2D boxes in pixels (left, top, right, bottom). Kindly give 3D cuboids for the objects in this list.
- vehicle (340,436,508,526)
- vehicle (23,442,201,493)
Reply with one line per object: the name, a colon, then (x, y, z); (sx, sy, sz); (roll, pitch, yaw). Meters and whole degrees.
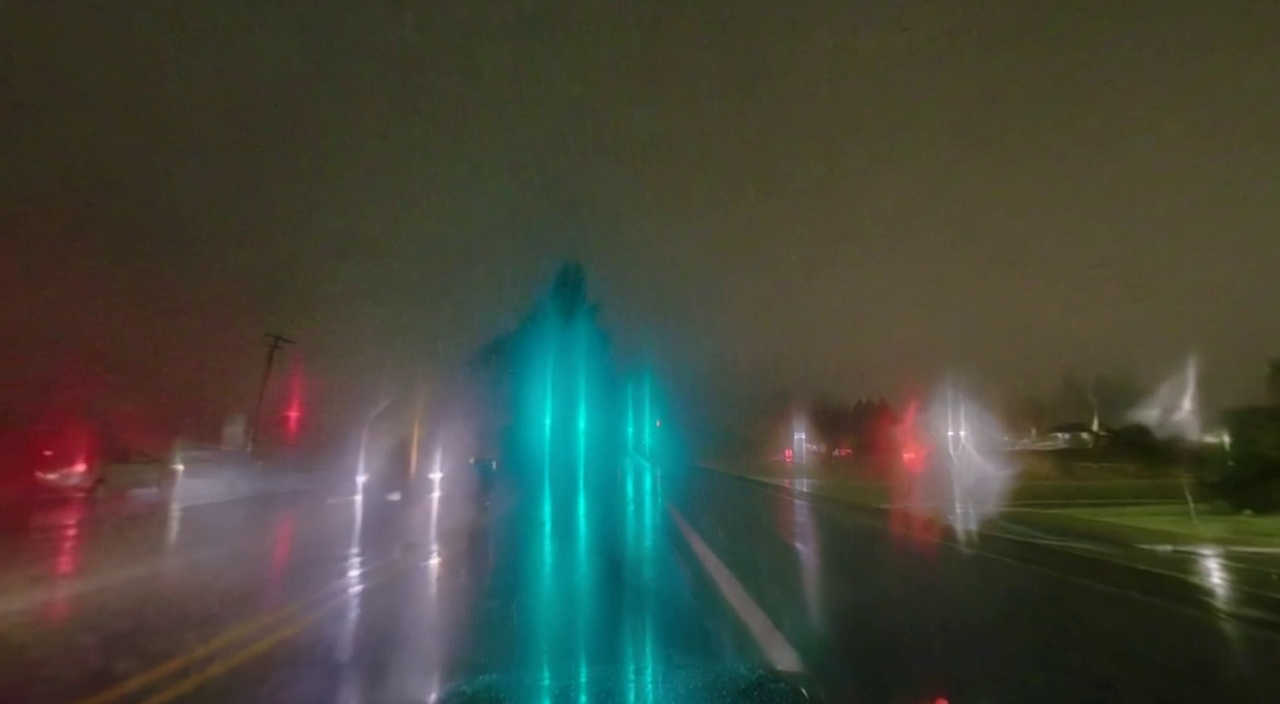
vehicle: (-4.113, 2.492, 12.747); (1.722, 1.523, 3.736); (-1, -8, 6)
vehicle: (-17.520, 3.838, 21.337); (2.036, 1.525, 4.677); (0, -9, -1)
